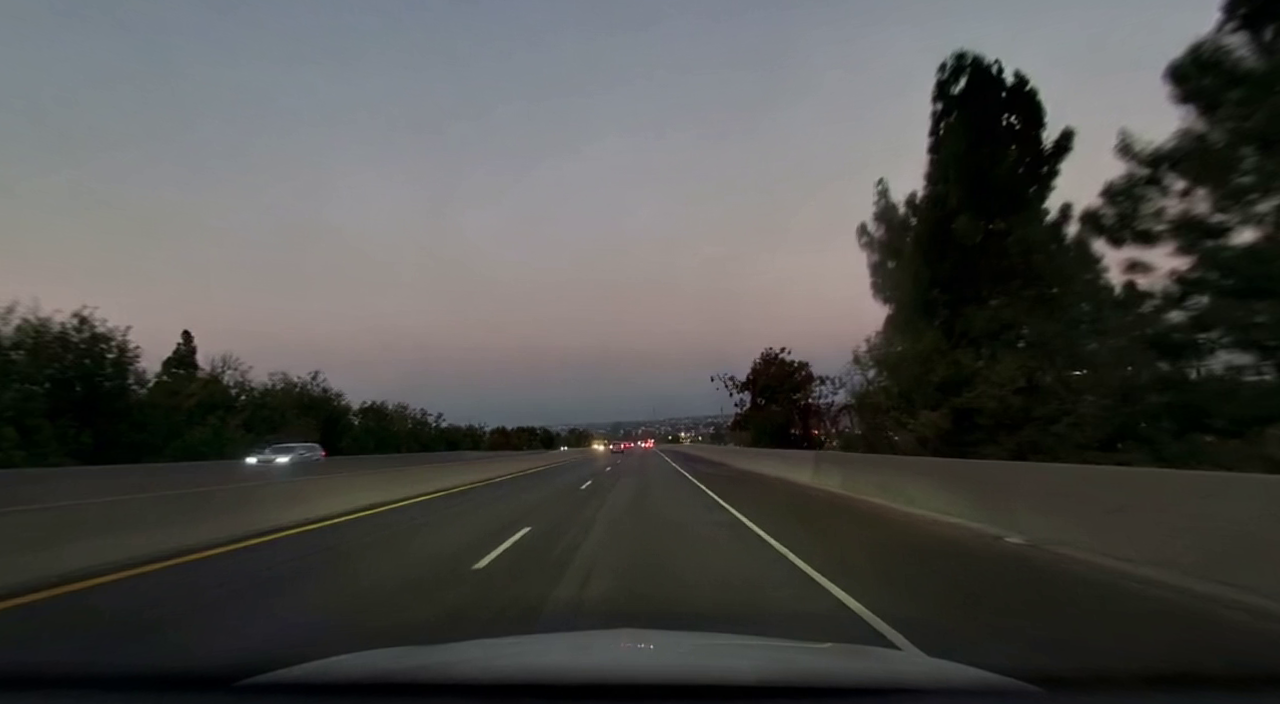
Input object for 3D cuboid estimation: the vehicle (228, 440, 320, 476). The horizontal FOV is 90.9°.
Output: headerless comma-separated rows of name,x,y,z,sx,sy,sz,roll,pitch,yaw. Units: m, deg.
vehicle,-22.750,6.594,39.532,2.325,2.086,5.544,0,-8,1
